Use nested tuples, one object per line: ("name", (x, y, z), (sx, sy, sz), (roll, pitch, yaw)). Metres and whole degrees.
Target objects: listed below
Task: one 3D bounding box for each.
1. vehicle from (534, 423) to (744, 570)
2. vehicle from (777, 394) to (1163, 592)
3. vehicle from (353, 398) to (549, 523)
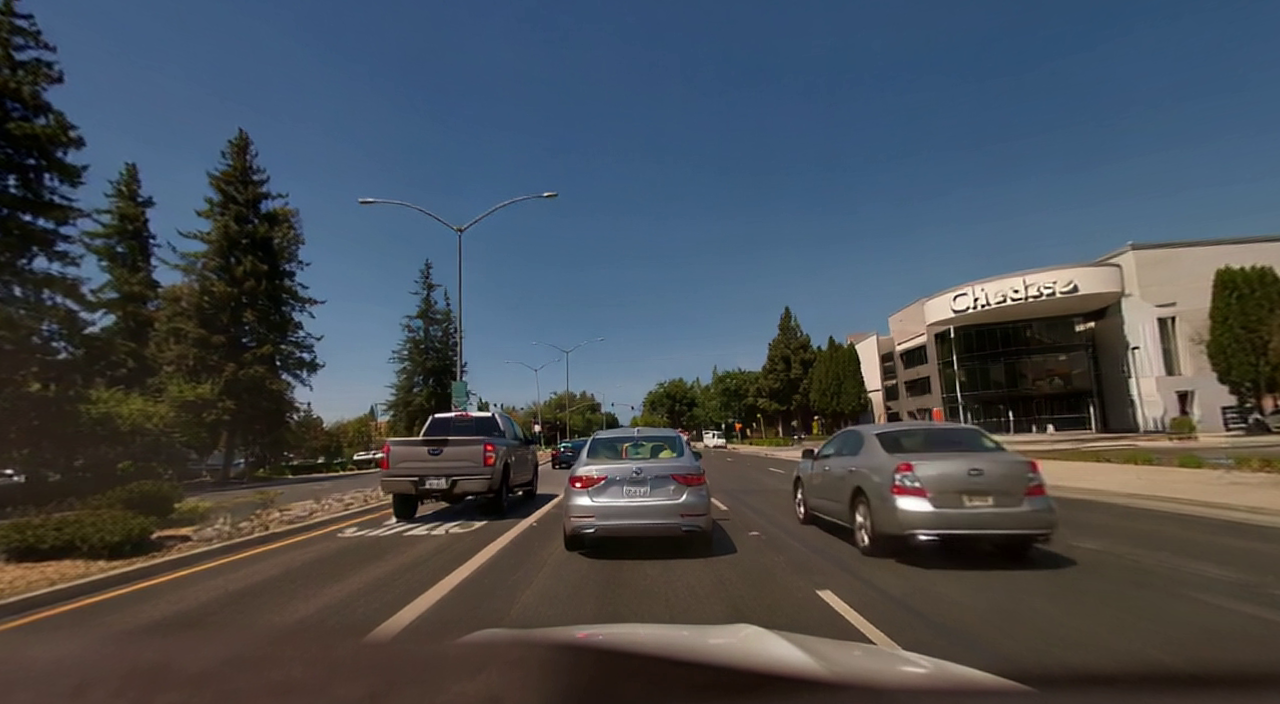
("vehicle", (-0.068, 1.759, 8.465), (2.126, 1.475, 3.967), (0, -8, -2))
("vehicle", (3.333, 1.546, 7.828), (2.092, 1.658, 4.814), (0, -8, -1))
("vehicle", (-3.433, 2.135, 12.950), (2.301, 1.985, 5.531), (0, -8, 0))
